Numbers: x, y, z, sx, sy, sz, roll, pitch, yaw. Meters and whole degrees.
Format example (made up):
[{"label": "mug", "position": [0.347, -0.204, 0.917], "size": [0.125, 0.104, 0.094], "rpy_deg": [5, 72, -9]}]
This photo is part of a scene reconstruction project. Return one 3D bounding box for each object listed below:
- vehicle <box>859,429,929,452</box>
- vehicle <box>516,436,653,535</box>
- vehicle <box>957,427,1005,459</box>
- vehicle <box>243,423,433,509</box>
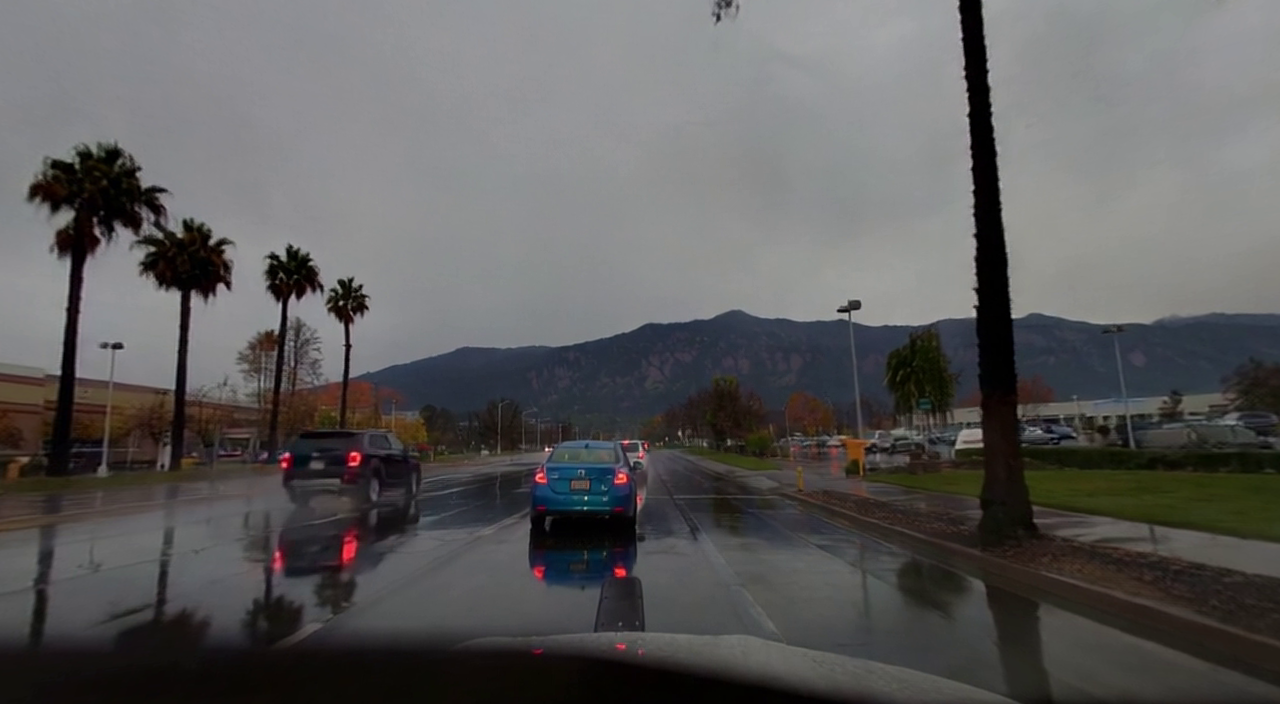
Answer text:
[{"label": "vehicle", "position": [19.094, 6.710, 47.681], "size": [1.925, 1.652, 4.490], "rpy_deg": [6, -10, -35]}, {"label": "vehicle", "position": [-0.935, 2.297, 11.520], "size": [2.067, 1.459, 3.886], "rpy_deg": [0, -8, -3]}, {"label": "vehicle", "position": [17.828, 4.775, 33.115], "size": [1.961, 1.526, 4.640], "rpy_deg": [-4, -9, 27]}, {"label": "vehicle", "position": [-7.695, 2.969, 16.973], "size": [2.400, 1.900, 5.325], "rpy_deg": [0, -8, 1]}]
